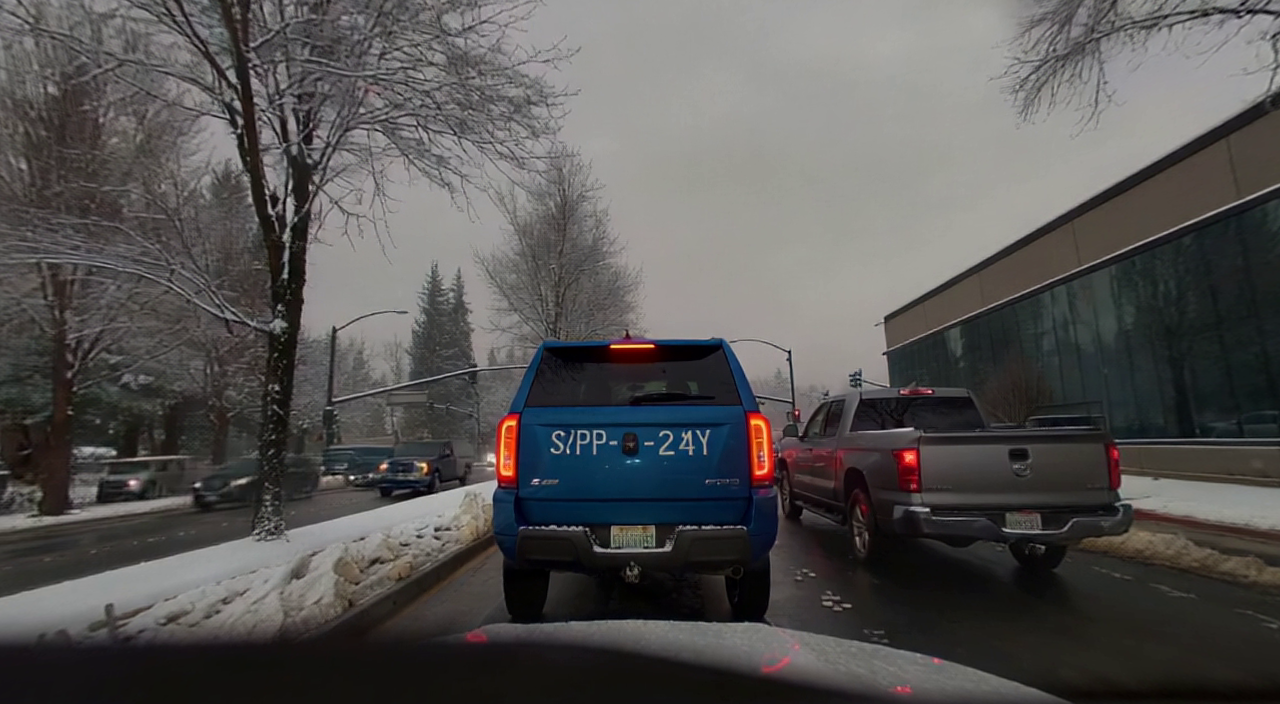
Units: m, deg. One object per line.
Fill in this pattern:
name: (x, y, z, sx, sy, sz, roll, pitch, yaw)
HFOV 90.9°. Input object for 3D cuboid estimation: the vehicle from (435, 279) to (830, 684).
vehicle: (0.010, 1.040, 5.948, 2.267, 2.372, 4.366, 0, -8, 2)

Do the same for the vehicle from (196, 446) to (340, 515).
vehicle: (-12.533, 4.287, 21.710, 2.111, 1.917, 4.758, -4, -8, 0)

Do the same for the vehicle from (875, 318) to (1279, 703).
vehicle: (3.080, 0.984, 3.484, 2.022, 1.700, 4.410, 0, -8, 3)

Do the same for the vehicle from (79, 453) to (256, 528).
vehicle: (-16.292, 4.728, 22.166, 2.637, 2.293, 4.494, 0, -8, 0)

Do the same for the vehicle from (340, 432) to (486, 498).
vehicle: (-8.909, 4.519, 26.025, 2.873, 2.199, 8.099, -2, -9, 1)

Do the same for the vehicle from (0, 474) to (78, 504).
vehicle: (-37.560, 8.285, 38.259, 1.813, 1.546, 4.785, -3, -9, 19)
